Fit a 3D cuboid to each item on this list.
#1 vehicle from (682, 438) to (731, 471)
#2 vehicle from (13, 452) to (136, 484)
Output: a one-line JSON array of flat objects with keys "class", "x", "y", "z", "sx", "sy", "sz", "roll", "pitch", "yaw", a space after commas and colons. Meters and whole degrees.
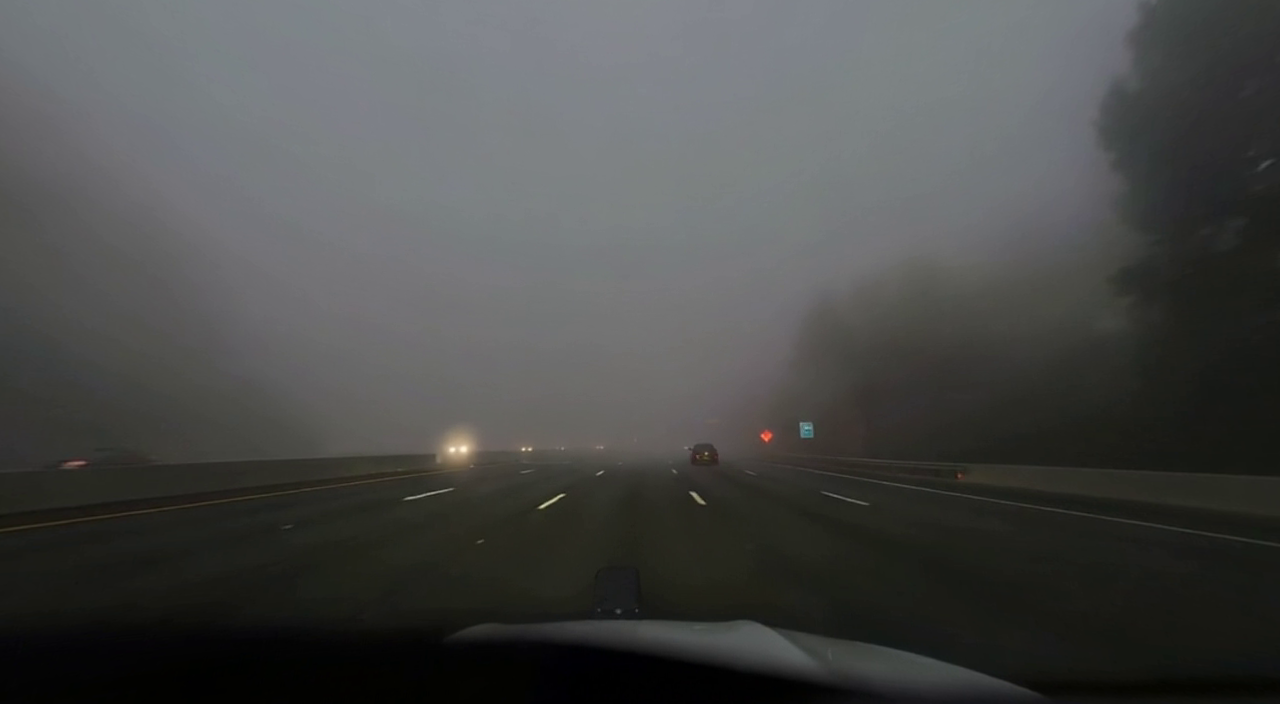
[{"class": "vehicle", "x": 3.639, "y": 5.705, "z": 35.342, "sx": 2.224, "sy": 1.738, "sz": 4.376, "roll": 0, "pitch": -9, "yaw": 0}, {"class": "vehicle", "x": -28.675, "y": 5.855, "z": 32.303, "sx": 1.833, "sy": 1.475, "sz": 4.767, "roll": 0, "pitch": -9, "yaw": 1}]
